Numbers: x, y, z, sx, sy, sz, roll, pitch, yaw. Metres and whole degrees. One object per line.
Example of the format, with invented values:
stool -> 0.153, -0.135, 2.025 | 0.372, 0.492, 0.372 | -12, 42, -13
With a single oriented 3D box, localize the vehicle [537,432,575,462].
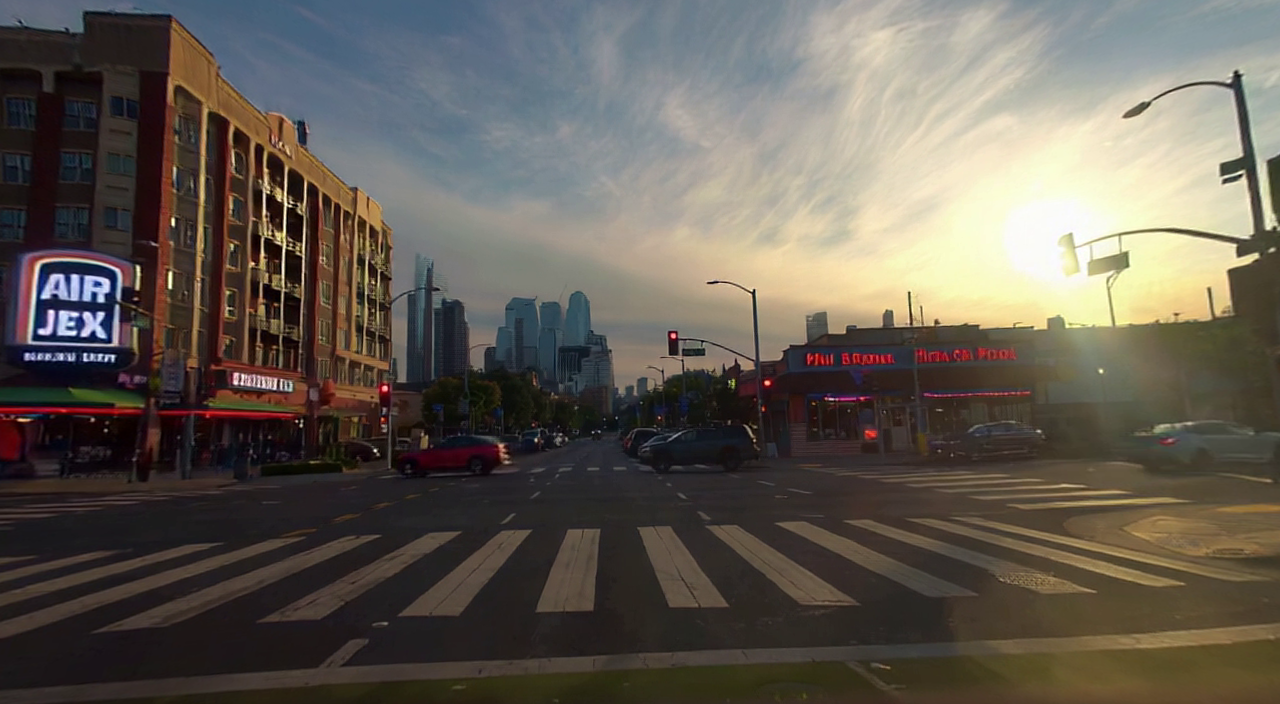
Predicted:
vehicle -> -5.086, 5.804, 38.623 | 1.976, 1.683, 4.117 | 0, -8, -4

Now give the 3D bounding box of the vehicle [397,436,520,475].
vehicle -> -7.161, 4.135, 25.341 | 4.475, 1.458, 1.681 | 1, -9, -7

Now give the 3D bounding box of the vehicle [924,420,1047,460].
vehicle -> 15.321, 3.918, 28.154 | 4.513, 1.682, 1.810 | 1, -9, -8

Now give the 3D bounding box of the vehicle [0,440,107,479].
vehicle -> -31.571, 5.642, 33.535 | 2.205, 1.903, 5.877 | 1, -9, -10

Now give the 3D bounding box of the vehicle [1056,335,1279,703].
vehicle -> 3.019, 0.603, 0.872 | 1.866, 1.654, 4.354 | 0, -8, 0

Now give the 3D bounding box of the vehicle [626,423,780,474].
vehicle -> 1.963, 3.106, 20.430 | 4.612, 1.521, 1.811 | 1, -9, -10
